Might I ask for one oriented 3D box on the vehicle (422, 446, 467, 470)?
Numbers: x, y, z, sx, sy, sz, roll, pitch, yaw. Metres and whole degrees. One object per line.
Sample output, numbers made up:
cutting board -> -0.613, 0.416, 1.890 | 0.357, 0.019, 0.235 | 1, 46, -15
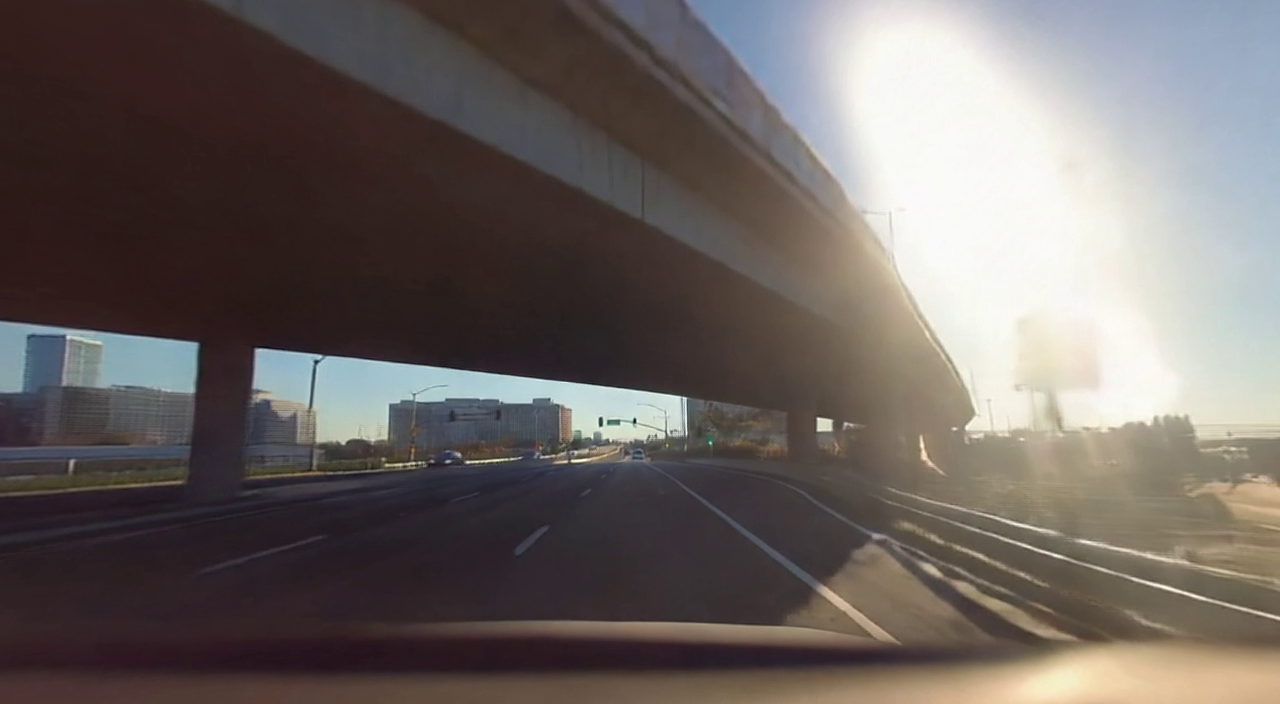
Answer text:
vehicle -> -14.631, 7.927, 47.332 | 2.020, 1.719, 4.366 | 0, -8, -1
